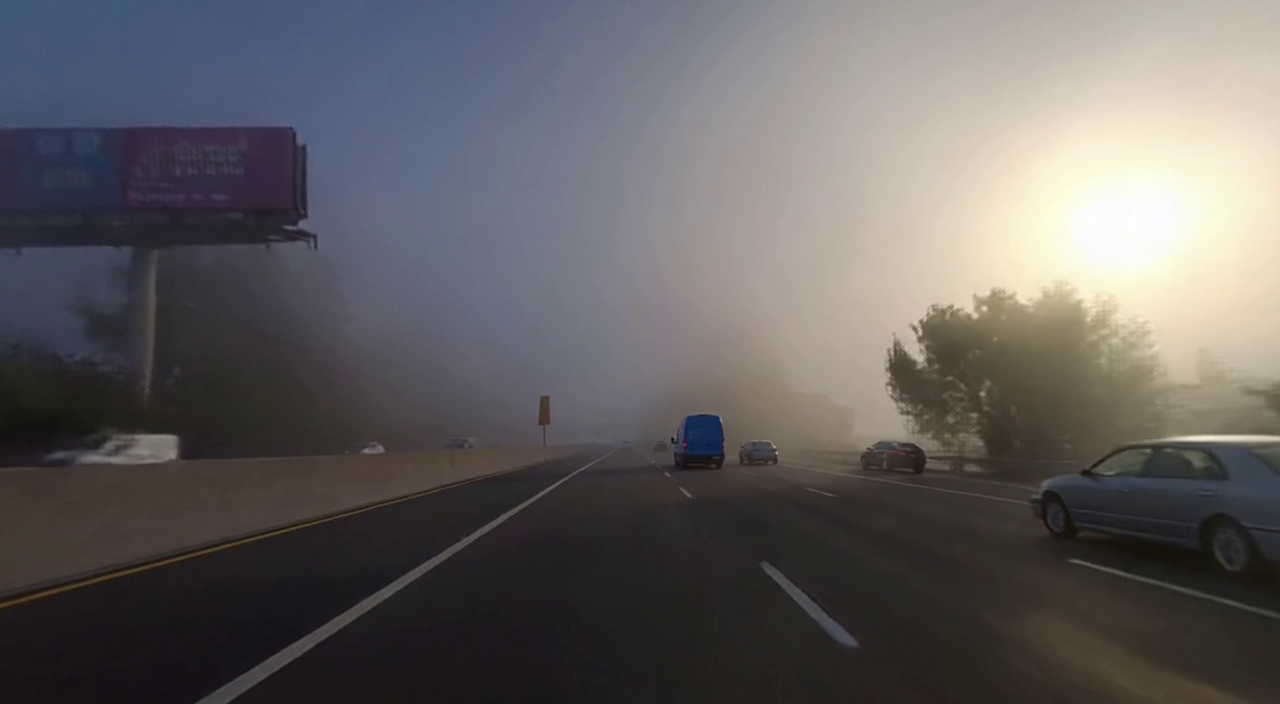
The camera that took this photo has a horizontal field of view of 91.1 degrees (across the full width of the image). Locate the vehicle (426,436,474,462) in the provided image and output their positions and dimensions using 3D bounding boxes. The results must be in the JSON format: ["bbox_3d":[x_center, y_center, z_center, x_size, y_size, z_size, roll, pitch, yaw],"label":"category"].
[{"bbox_3d":[-14.944,7.662,49.753,2.188,1.906,5.116,0,-8,0],"label":"vehicle"}]

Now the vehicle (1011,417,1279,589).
[{"bbox_3d":[6.688,1.549,7.001,2.003,1.517,4.936,0,-8,-1],"label":"vehicle"}]

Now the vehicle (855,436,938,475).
[{"bbox_3d":[10.679,4.321,26.415,1.874,1.496,3.586,0,-8,-2],"label":"vehicle"}]

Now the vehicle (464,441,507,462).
[{"bbox_3d":[-10.987,7.096,44.928,2.060,1.452,4.444,0,-8,-1],"label":"vehicle"}]

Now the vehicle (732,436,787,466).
[{"bbox_3d":[6.379,5.335,33.917,2.099,1.510,3.784,0,-8,-2],"label":"vehicle"}]

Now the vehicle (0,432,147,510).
[{"bbox_3d":[-16.286,3.150,16.994,2.153,1.835,4.716,-1,-8,-3],"label":"vehicle"}]

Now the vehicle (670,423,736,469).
[{"bbox_3d":[3.038,4.720,31.655,2.546,2.087,5.404,0,-8,-2],"label":"vehicle"}]
